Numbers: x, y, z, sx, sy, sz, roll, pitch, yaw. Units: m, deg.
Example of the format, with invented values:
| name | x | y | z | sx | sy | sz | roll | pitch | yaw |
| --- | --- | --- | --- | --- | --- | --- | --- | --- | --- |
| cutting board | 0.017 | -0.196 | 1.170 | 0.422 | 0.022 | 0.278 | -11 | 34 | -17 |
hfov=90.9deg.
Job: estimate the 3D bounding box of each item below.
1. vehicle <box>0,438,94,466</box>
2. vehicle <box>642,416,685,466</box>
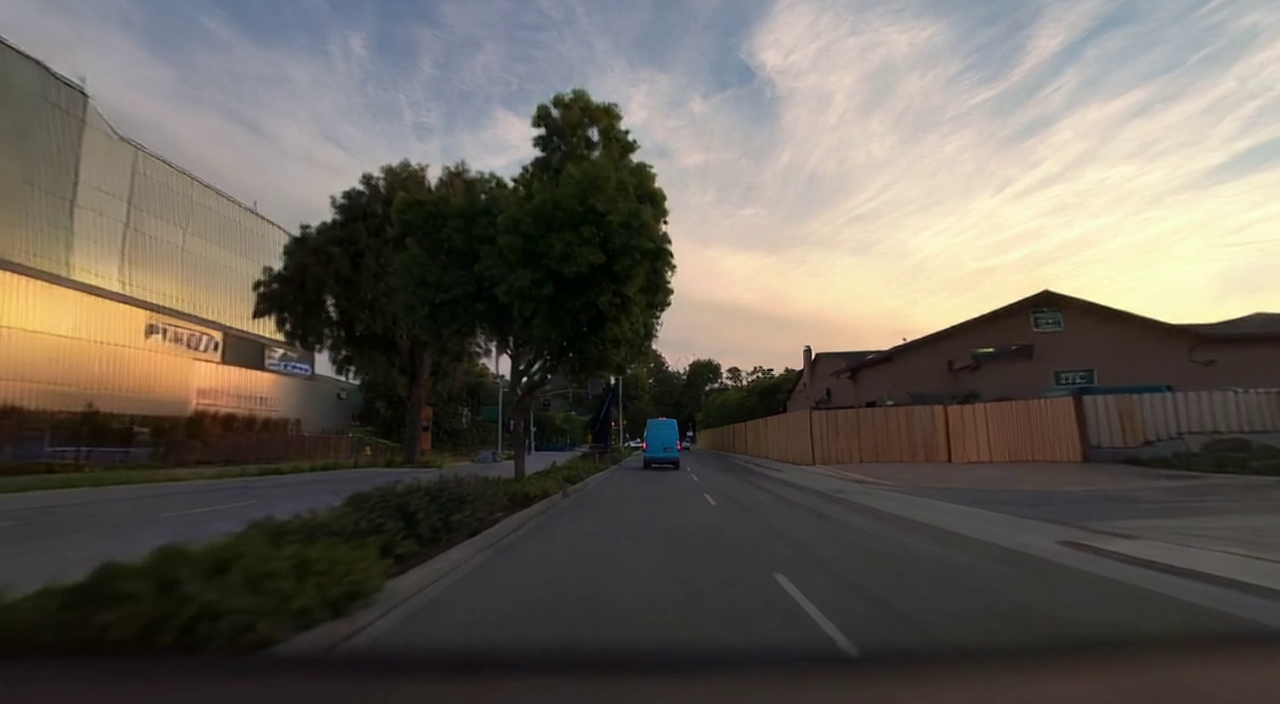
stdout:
| name | x | y | z | sx | sy | sz | roll | pitch | yaw |
| --- | --- | --- | --- | --- | --- | --- | --- | --- | --- |
| vehicle | -42.194 | 6.984 | 44.383 | 1.906 | 1.850 | 5.120 | -5 | -9 | 32 |
| vehicle | 1.507 | 5.424 | 38.412 | 2.435 | 2.816 | 5.232 | 0 | -8 | 3 |
